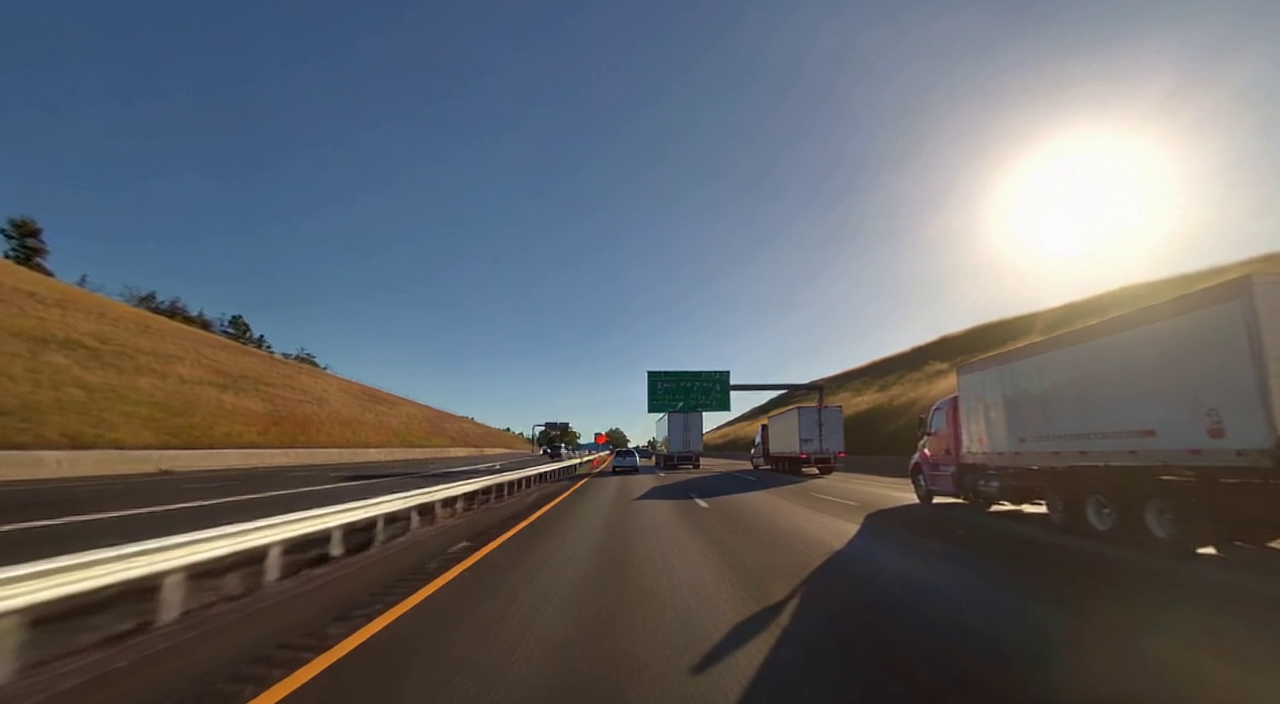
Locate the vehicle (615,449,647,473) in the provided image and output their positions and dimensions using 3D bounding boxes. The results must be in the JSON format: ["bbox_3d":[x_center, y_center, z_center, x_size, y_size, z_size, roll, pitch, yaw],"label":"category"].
[{"bbox_3d":[-0.602,6.950,40.380,1.927,1.437,3.794,0,-9,-2],"label":"vehicle"}]

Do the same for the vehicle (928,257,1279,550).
[{"bbox_3d":[10.607,1.408,13.299,2.830,4.100,13.915,0,-9,1],"label":"vehicle"}]

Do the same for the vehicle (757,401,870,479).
[{"bbox_3d":[10.510,5.770,40.551,2.854,4.112,14.088,0,-9,-2],"label":"vehicle"}]

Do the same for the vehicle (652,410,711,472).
[{"bbox_3d":[2.768,6.873,47.836,2.986,3.916,15.375,0,-9,-2],"label":"vehicle"}]
